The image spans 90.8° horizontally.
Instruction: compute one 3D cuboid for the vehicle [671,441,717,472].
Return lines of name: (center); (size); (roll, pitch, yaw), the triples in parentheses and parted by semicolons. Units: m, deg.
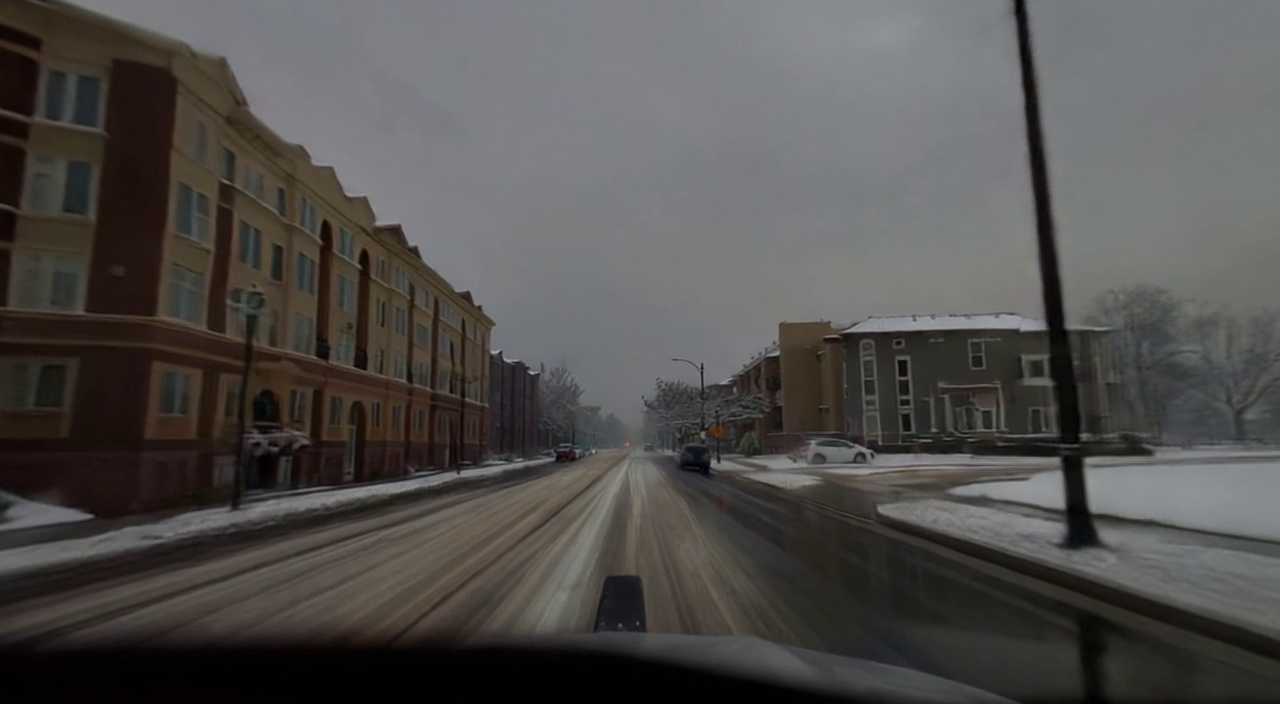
vehicle: (2.853, 5.648, 34.317); (1.985, 1.543, 4.112); (0, -8, -2)
